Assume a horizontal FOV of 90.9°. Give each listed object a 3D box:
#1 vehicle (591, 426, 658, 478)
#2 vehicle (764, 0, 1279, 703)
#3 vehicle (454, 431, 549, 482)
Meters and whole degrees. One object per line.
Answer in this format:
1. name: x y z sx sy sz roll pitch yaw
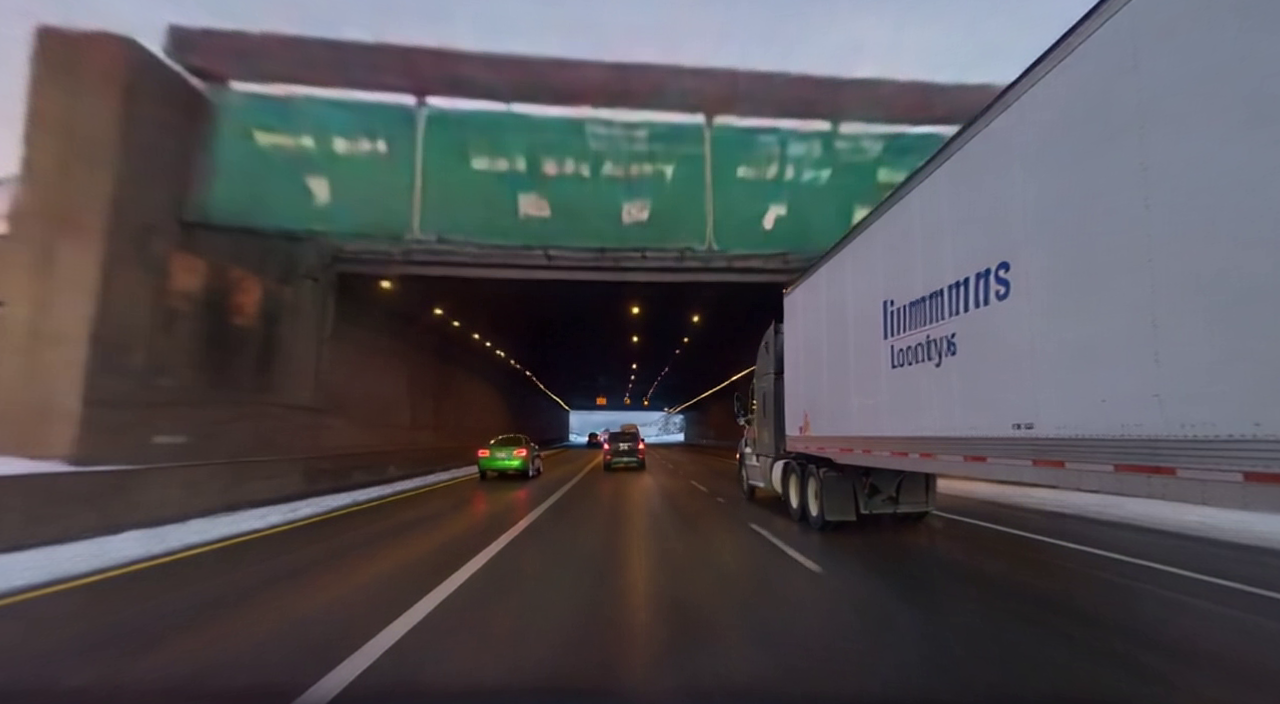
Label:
1. vehicle: -0.509 3.382 21.545 2.094 1.600 3.666 0 -8 -1
2. vehicle: 3.858 -0.053 4.553 2.842 4.108 14.081 0 -8 -1
3. vehicle: -4.226 3.247 20.013 2.019 1.435 4.317 0 -8 0
